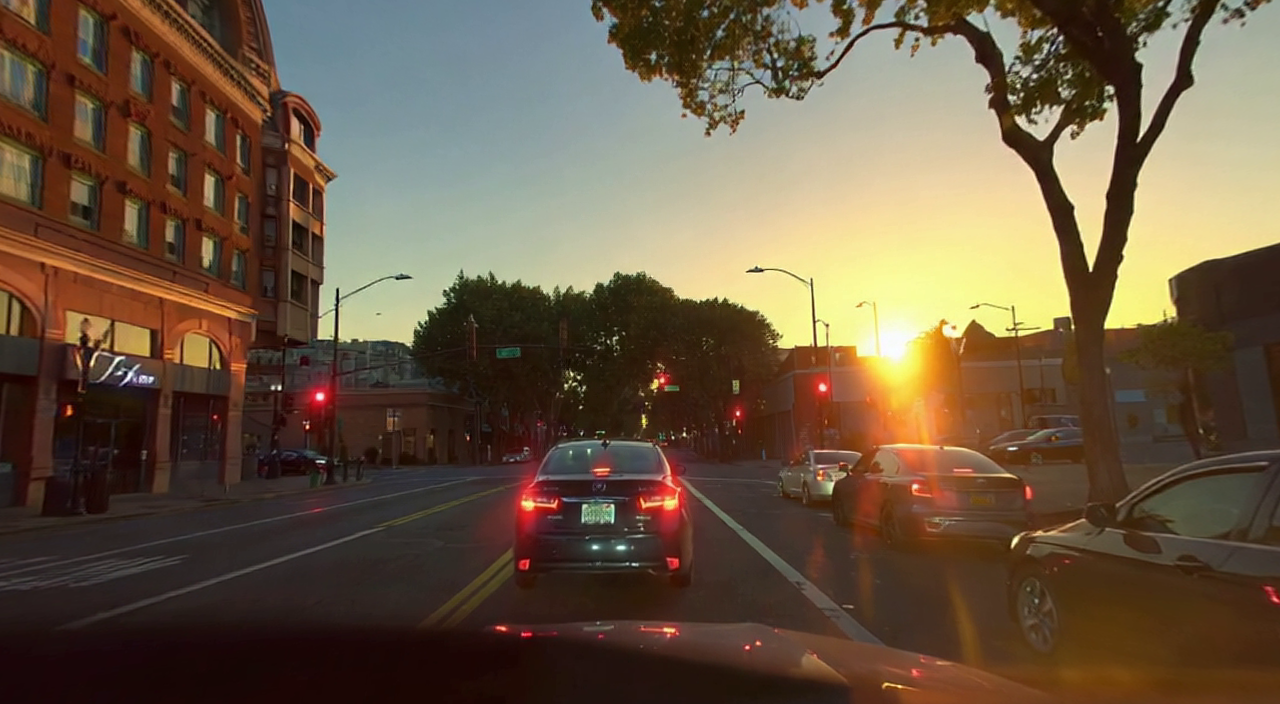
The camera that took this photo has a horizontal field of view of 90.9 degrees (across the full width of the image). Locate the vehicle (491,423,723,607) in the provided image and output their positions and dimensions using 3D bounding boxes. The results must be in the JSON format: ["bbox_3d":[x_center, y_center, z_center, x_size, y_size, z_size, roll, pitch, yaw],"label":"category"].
[{"bbox_3d":[-0.285,1.607,7.076,1.888,1.489,3.703,0,-8,-1],"label":"vehicle"}]

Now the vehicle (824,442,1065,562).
[{"bbox_3d":[4.564,2.264,10.421,1.912,1.505,4.618,-1,-8,3],"label":"vehicle"}]

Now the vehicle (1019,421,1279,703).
[{"bbox_3d":[3.177,0.827,1.109,2.006,1.496,4.767,0,-9,-1],"label":"vehicle"}]
